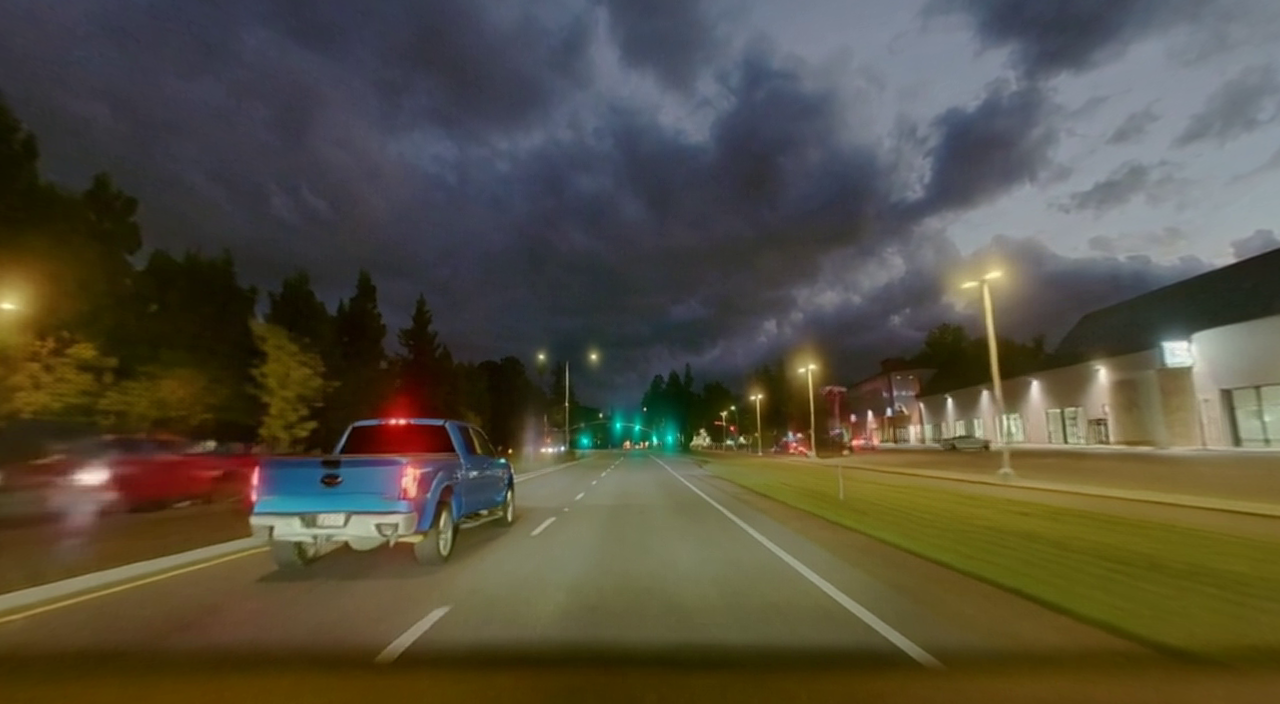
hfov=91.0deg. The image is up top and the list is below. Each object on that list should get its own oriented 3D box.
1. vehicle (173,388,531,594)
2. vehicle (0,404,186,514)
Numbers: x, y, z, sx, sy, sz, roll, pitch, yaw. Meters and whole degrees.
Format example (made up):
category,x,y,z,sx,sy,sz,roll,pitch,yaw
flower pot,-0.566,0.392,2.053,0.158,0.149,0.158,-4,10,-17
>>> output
category,x,y,z,sx,sy,sz,roll,pitch,yaw
vehicle,-2.988,1.615,8.268,2.065,1.790,5.417,0,-9,1
vehicle,-14.371,2.422,14.444,2.745,2.191,6.928,0,-9,-1
